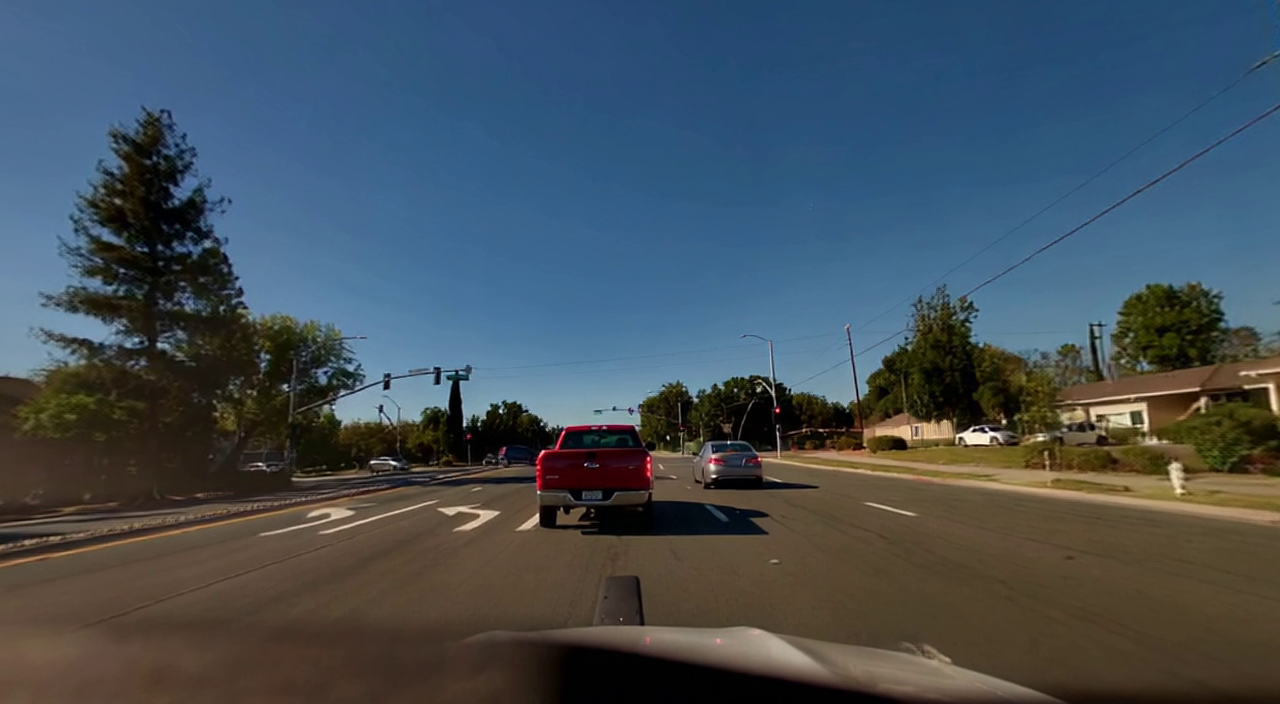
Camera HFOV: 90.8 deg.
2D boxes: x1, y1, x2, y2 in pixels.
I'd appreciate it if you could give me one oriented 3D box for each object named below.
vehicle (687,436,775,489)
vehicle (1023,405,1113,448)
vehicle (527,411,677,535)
[{"bbox_3d":[2.788,3.501,20.351,2.073,1.484,4.437,0,-8,-1],"label":"vehicle"},{"bbox_3d":[30.286,5.385,44.880,2.892,2.881,4.178,2,-9,-16],"label":"vehicle"},{"bbox_3d":[-0.553,2.087,11.482,2.145,1.762,4.731,0,-8,0],"label":"vehicle"}]
